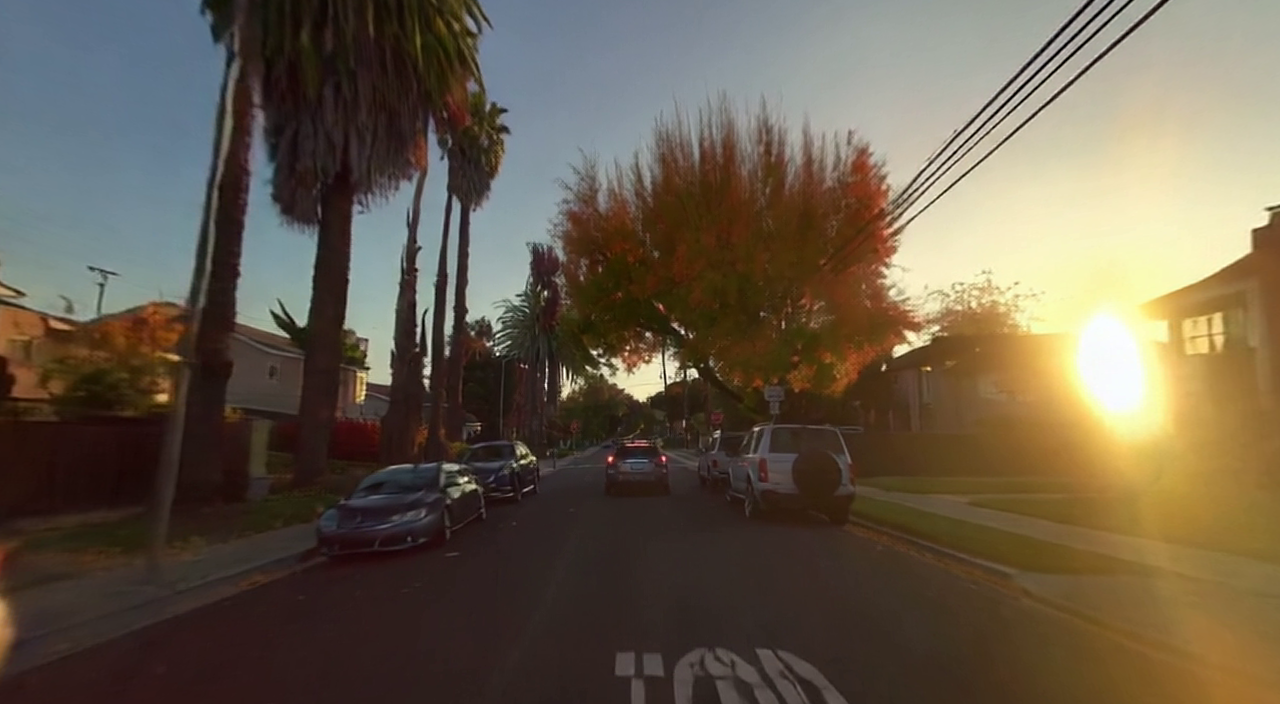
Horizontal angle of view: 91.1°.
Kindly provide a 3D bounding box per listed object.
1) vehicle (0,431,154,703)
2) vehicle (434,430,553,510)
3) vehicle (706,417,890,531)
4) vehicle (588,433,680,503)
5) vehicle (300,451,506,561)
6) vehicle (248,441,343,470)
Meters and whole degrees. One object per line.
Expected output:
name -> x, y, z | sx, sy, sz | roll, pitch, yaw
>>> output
vehicle -> -3.195, 0.789, 0.695 | 1.911, 1.449, 4.412 | 0, -8, -3
vehicle -> -3.379, 2.802, 15.380 | 1.965, 1.657, 4.104 | 0, -8, -1
vehicle -> 2.558, 2.137, 11.607 | 2.136, 1.650, 4.837 | 0, -8, 0
vehicle -> -0.151, 2.842, 15.761 | 2.010, 1.499, 4.107 | 0, -8, -1
vehicle -> -3.335, 2.205, 9.700 | 1.728, 1.305, 3.805 | 0, -8, -1
vehicle -> -20.494, 6.169, 37.487 | 4.557, 1.618, 1.846 | -1, -8, 2
